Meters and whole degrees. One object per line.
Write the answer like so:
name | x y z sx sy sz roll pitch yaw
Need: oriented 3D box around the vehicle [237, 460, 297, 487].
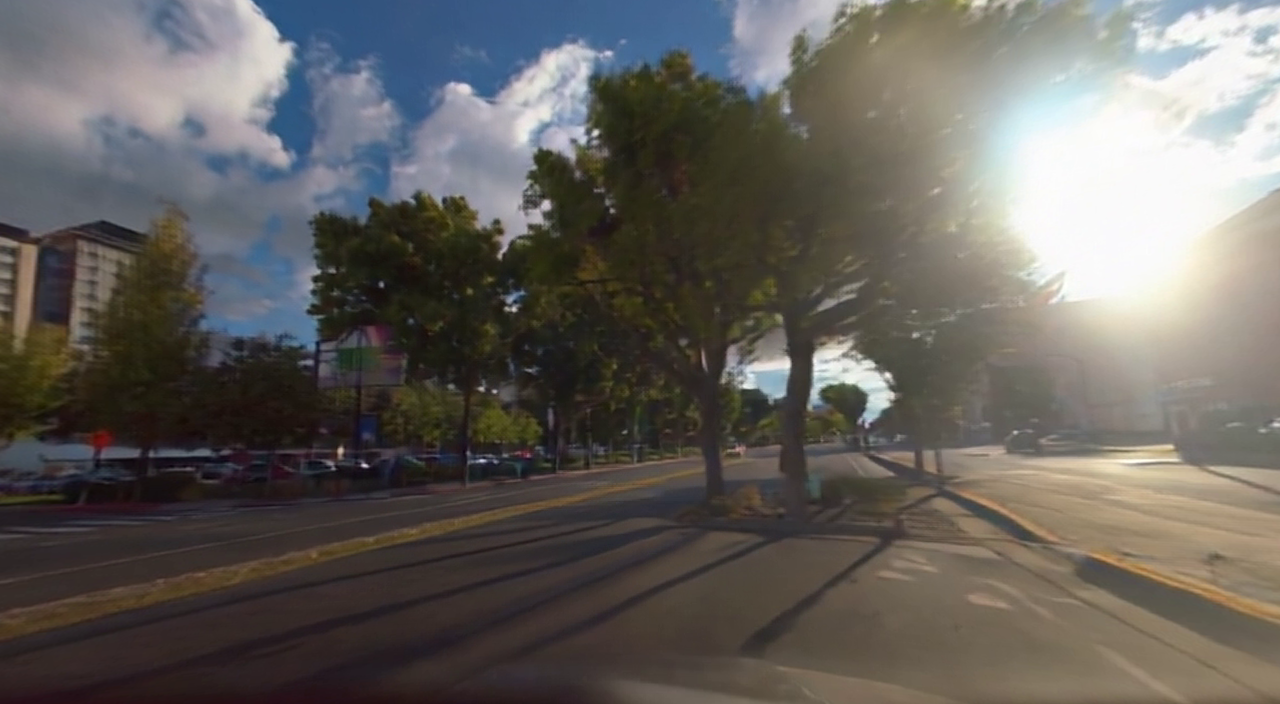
vehicle | -23.969 7.726 40.468 2.121 1.541 5.124 8 -12 -42

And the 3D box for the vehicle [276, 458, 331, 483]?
vehicle | -23.631 8.258 44.324 4.416 1.541 2.102 -9 -12 44

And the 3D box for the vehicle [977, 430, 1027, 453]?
vehicle | 27.116 6.735 47.455 2.100 1.638 4.545 -3 -9 15

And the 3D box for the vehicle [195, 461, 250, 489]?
vehicle | -25.558 7.460 38.585 2.130 1.458 4.157 7 -11 -40

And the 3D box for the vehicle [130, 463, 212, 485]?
vehicle | -33.441 8.692 45.141 4.317 1.418 1.734 1 -9 -9

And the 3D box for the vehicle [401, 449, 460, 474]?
vehicle | -16.093 8.325 48.300 2.112 1.719 5.483 8 -12 -43
